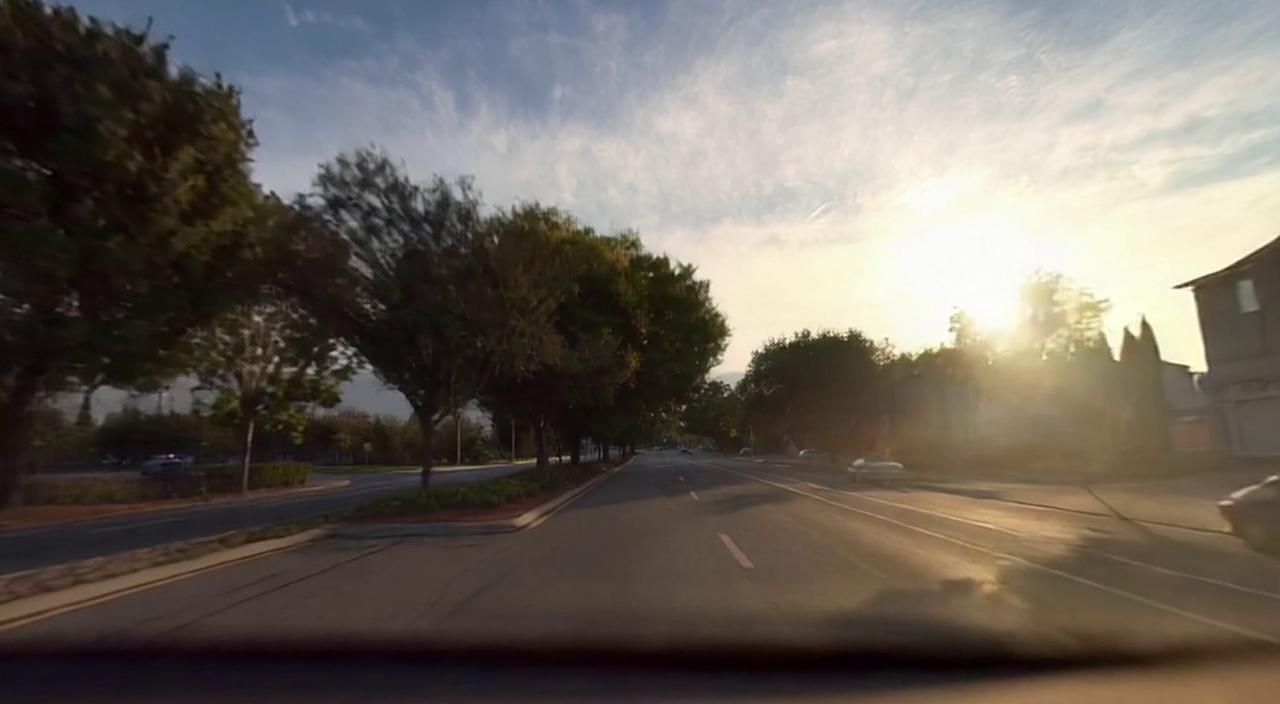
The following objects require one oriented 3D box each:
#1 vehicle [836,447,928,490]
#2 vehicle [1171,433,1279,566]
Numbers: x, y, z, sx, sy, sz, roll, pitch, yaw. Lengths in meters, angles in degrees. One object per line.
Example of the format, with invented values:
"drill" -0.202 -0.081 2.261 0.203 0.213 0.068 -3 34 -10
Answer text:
"vehicle" 9.766 4.729 25.913 2.076 1.547 4.398 -1 -9 1
"vehicle" 9.356 1.812 7.584 1.990 1.728 4.597 -1 -9 1
